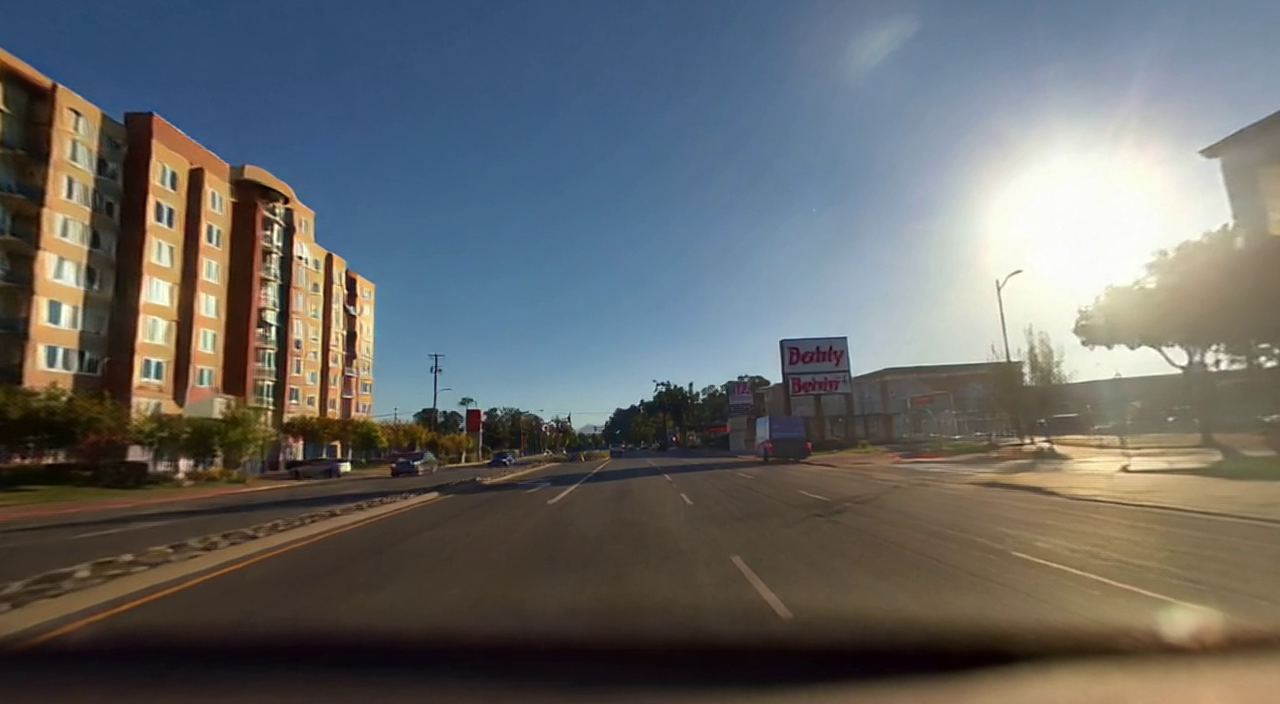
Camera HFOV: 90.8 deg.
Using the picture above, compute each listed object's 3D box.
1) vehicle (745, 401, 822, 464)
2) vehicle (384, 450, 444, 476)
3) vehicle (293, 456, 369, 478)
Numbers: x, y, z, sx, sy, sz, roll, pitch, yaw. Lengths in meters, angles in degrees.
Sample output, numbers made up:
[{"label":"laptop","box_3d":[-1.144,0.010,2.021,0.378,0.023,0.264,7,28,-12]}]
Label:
[{"label":"vehicle","box_3d":[9.628,5.675,43.565,3.174,3.794,9.019,-2,-9,1]},{"label":"vehicle","box_3d":[-14.724,7.343,41.494,1.841,1.543,4.680,-2,-11,6]},{"label":"vehicle","box_3d":[-23.161,8.630,47.577,4.862,1.510,2.027,3,-9,-20]}]
